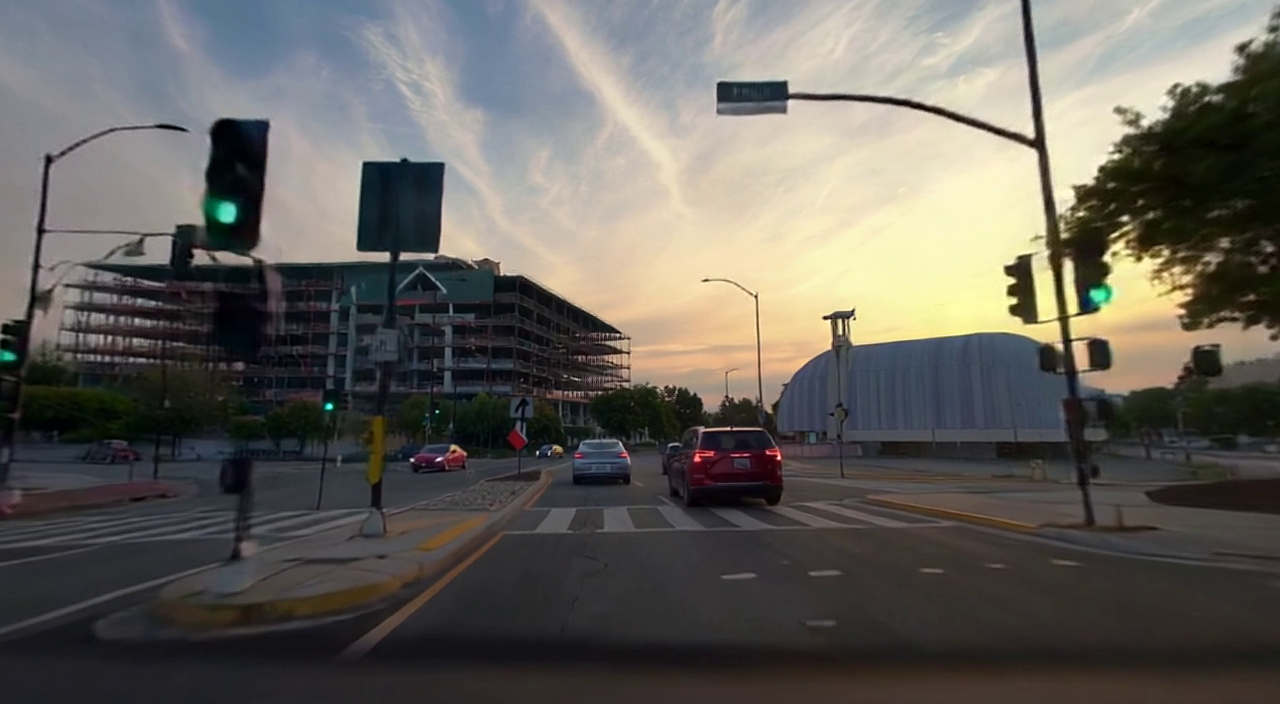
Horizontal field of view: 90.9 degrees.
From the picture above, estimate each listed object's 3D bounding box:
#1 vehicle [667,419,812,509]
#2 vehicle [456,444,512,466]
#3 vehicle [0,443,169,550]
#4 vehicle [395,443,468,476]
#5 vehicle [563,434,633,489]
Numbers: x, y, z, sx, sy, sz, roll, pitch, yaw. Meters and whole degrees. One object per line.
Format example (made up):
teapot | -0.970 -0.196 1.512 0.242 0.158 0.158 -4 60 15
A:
vehicle | 2.089 2.590 15.028 2.320 1.772 4.872 0 -9 -4
vehicle | -11.295 7.456 45.856 2.012 1.490 4.351 -3 -9 16
vehicle | -9.857 2.138 9.602 2.013 1.466 4.430 0 -8 -2
vehicle | -10.436 5.397 31.960 2.121 1.513 4.827 0 -8 -1
vehicle | -1.411 3.627 21.203 2.132 1.632 3.889 0 -9 -4
